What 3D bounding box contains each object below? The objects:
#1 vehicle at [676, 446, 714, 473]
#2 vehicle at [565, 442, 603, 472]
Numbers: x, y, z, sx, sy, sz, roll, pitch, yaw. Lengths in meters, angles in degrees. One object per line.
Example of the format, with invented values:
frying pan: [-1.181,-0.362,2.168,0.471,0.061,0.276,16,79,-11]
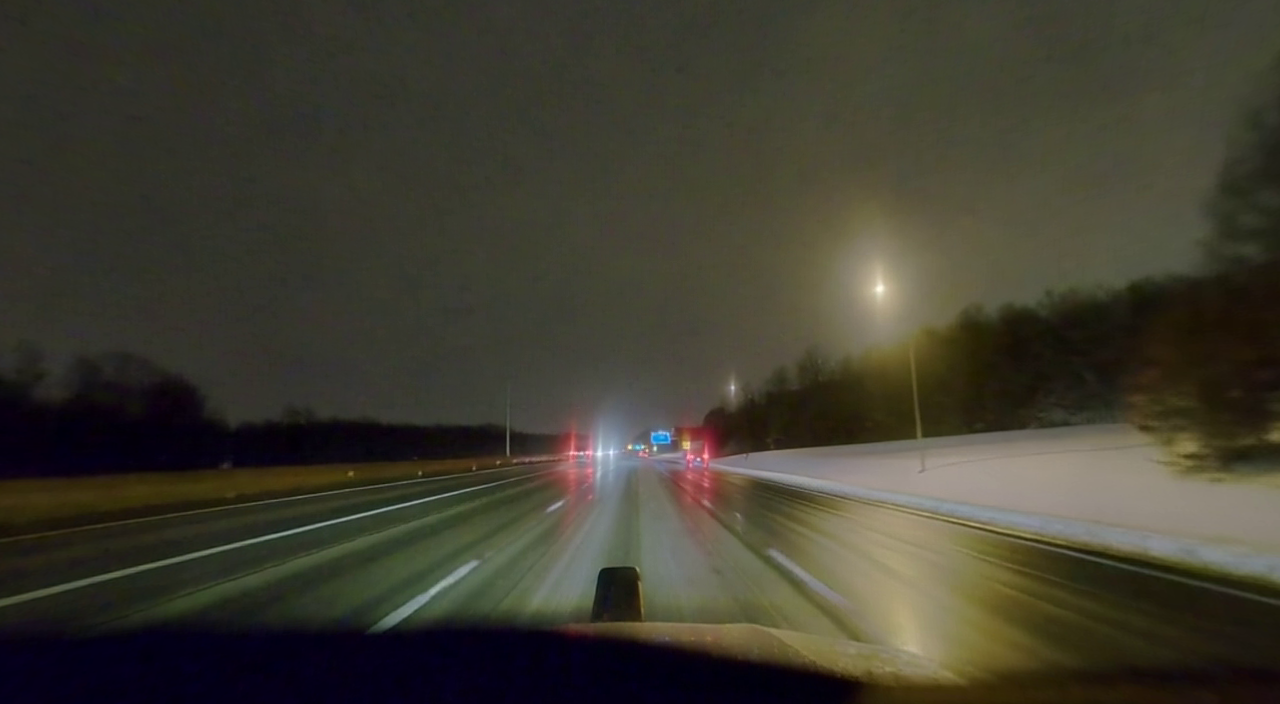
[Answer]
vehicle: [3.742,7.421,43.654,2.133,1.746,4.511,0,-9,-1]
vehicle: [-4.012,7.671,46.166,2.278,2.054,4.498,0,-9,1]
